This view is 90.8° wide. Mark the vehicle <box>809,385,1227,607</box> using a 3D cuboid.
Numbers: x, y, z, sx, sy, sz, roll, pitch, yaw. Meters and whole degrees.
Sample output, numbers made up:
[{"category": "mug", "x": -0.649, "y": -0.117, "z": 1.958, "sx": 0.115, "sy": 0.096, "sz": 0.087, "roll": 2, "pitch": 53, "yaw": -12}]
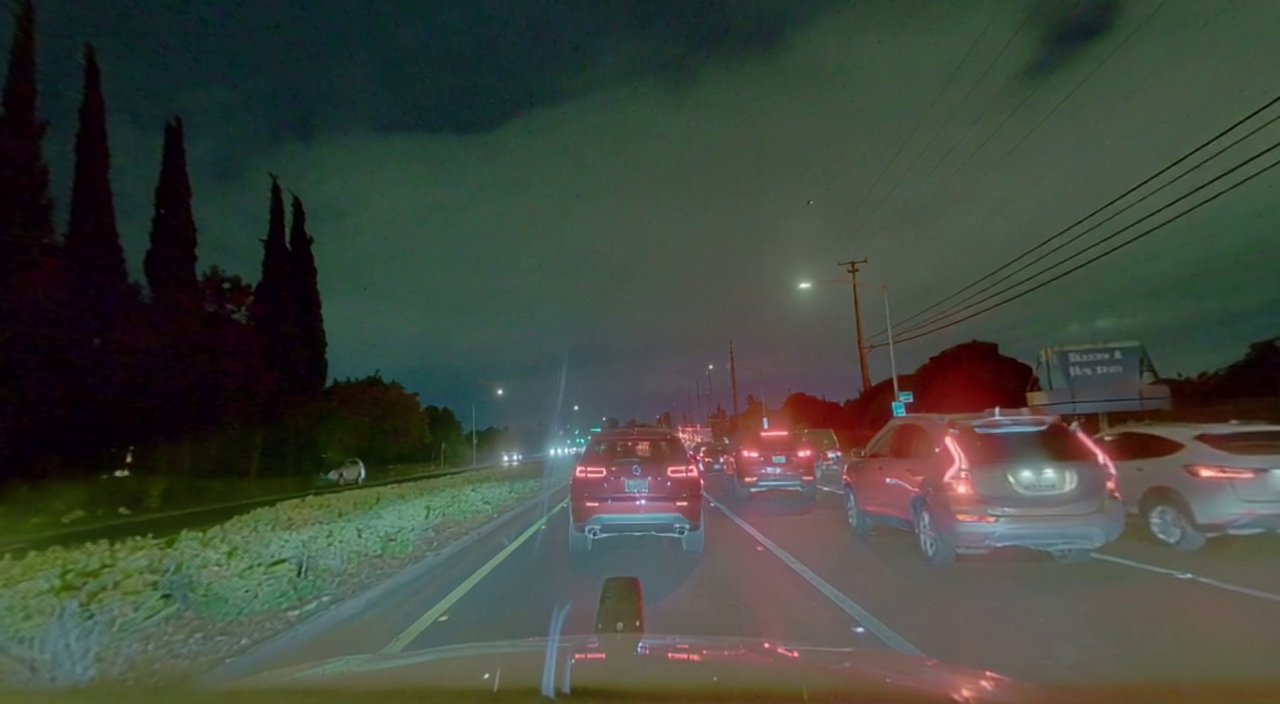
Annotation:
[{"category": "vehicle", "x": 3.514, "y": 1.426, "z": 7.100, "sx": 2.001, "sy": 1.707, "sz": 4.250, "roll": 0, "pitch": -8, "yaw": -1}]

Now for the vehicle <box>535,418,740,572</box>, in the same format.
[{"category": "vehicle", "x": -0.058, "y": 1.848, "z": 8.986, "sx": 2.199, "sy": 1.641, "sz": 4.232, "roll": 0, "pitch": -8, "yaw": -1}]

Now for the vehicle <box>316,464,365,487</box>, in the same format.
[{"category": "vehicle", "x": -22.906, "y": 9.463, "z": 48.482, "sx": 1.847, "sy": 1.554, "sz": 3.926, "roll": 0, "pitch": -8, "yaw": -1}]

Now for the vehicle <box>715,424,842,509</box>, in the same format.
[{"category": "vehicle", "x": 3.268, "y": 2.815, "z": 16.008, "sx": 2.097, "sy": 1.818, "sz": 4.625, "roll": 0, "pitch": -8, "yaw": -1}]
